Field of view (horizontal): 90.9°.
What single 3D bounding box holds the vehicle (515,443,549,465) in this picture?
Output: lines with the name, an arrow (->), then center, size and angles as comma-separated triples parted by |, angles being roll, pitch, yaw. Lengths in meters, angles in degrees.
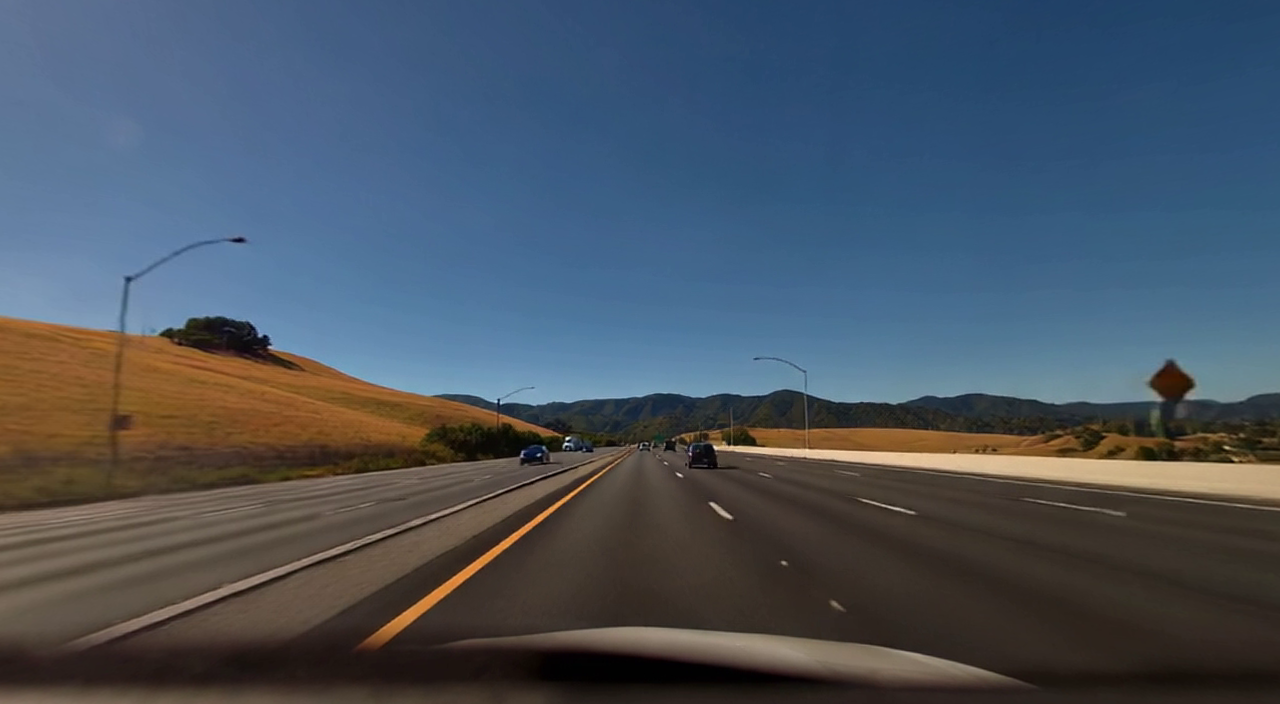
vehicle -> -8.375, 7.974, 49.292 | 1.912, 1.612, 4.140 | 0, -8, 1

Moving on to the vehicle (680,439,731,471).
vehicle -> 3.141, 5.062, 31.113 | 2.044, 1.444, 4.216 | 0, -8, -1
